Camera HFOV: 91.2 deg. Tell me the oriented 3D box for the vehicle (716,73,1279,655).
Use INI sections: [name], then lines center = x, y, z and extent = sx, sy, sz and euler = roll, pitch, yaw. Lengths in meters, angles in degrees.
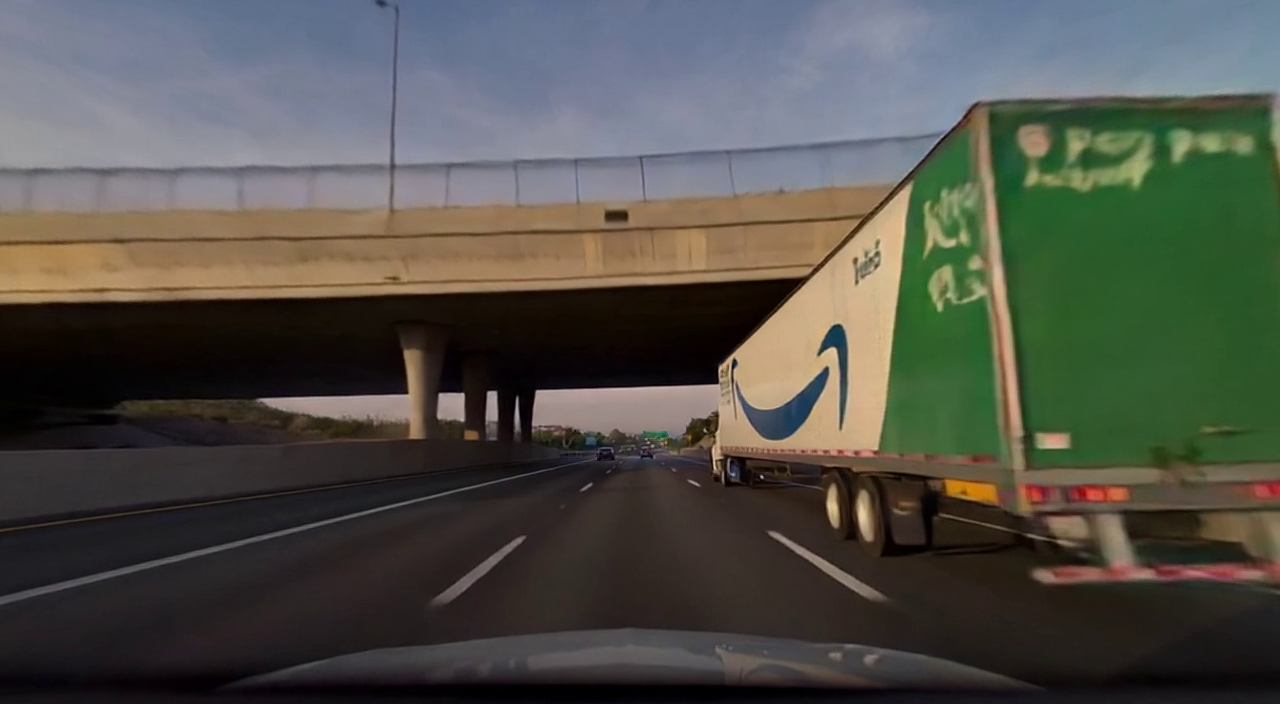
[vehicle]
center = 4.136, 1.211, 12.809
extent = 2.928, 4.021, 17.190
euler = 0, -8, 0
